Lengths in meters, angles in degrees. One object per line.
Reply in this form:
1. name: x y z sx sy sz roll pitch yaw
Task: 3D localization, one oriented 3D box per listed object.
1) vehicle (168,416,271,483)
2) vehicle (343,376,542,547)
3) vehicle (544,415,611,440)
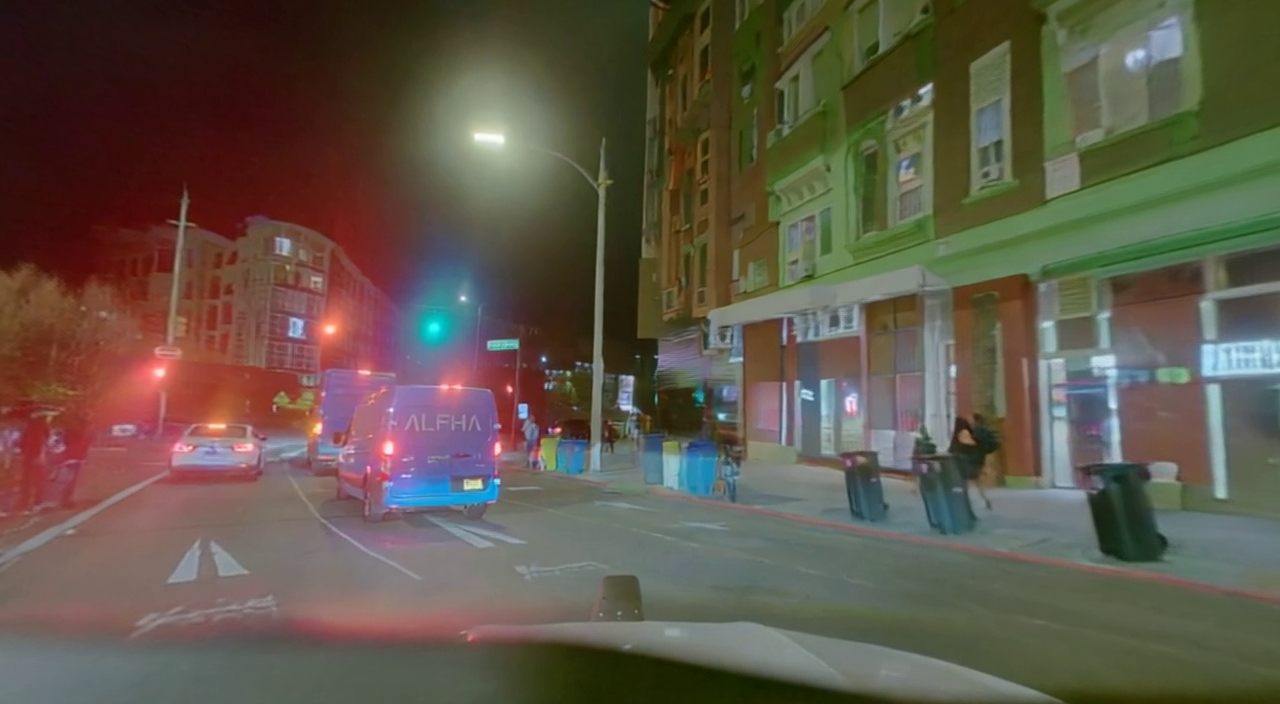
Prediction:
1. vehicle: -10.535 2.436 16.017 1.841 1.461 3.426 5 -9 -30
2. vehicle: -3.162 1.538 9.458 1.951 1.907 4.266 4 -9 -29
3. vehicle: -4.055 5.000 41.378 4.020 1.572 1.718 5 -9 -34
